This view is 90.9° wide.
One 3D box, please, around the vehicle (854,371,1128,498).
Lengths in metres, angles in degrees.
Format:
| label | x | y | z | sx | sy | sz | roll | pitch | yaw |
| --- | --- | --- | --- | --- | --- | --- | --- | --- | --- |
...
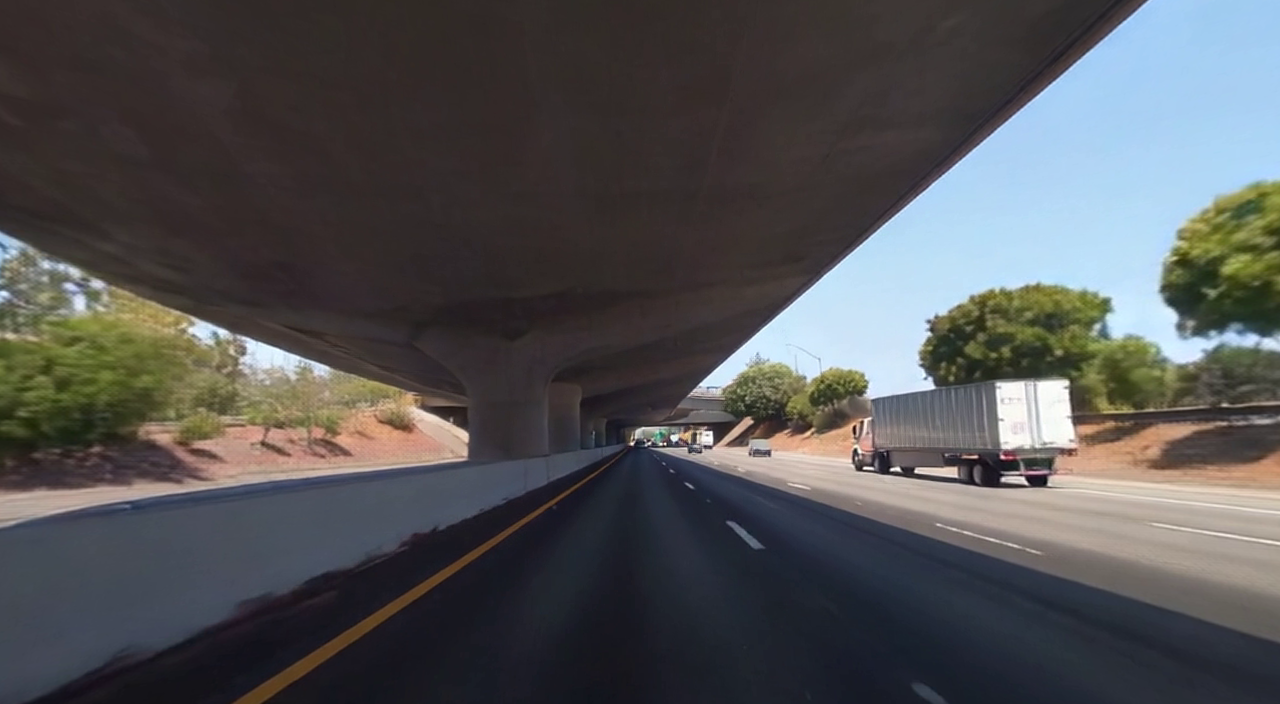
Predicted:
| label | x | y | z | sx | sy | sz | roll | pitch | yaw |
| --- | --- | --- | --- | --- | --- | --- | --- | --- | --- |
| vehicle | 10.773 | 2.879 | 21.550 | 2.960 | 3.207 | 10.950 | 0 | -8 | -1 |
